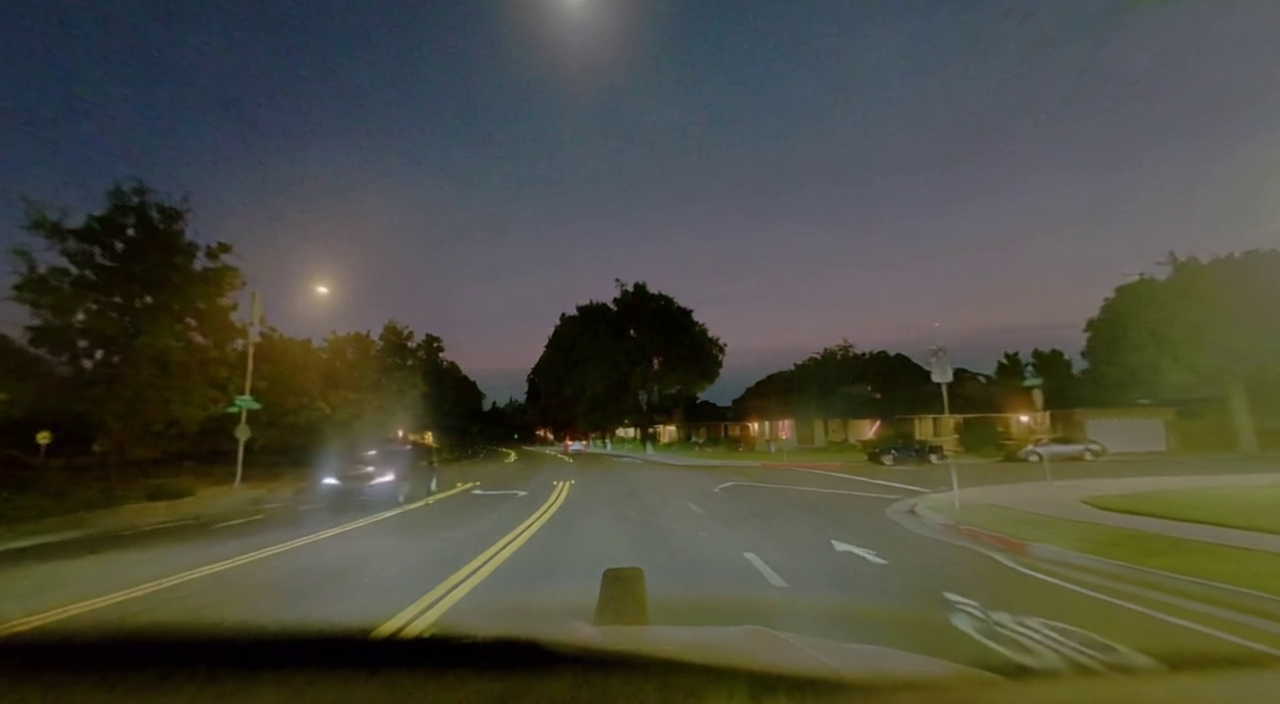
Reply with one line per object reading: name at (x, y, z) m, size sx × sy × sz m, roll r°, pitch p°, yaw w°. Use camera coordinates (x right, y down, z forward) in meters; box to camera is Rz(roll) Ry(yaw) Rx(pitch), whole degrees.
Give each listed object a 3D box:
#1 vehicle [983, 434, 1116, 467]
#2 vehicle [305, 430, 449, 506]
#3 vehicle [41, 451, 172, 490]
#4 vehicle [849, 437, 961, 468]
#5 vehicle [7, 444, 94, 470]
vehicle at (19.192, 4.645, 29.752) m, size 4.795 × 1.468 × 1.945 m, roll -2°, pitch -9°, yaw 12°
vehicle at (-6.775, 3.008, 16.857) m, size 2.069 × 1.740 × 4.446 m, roll 0°, pitch -8°, yaw -3°
vehicle at (-24.682, 5.471, 29.258) m, size 4.378 × 1.714 × 1.977 m, roll -1°, pitch -8°, yaw 4°
vehicle at (12.923, 4.939, 31.000) m, size 4.737 × 1.447 × 1.766 m, roll -1°, pitch -9°, yaw 8°
vehicle at (-44.988, 7.989, 48.235) m, size 1.948 × 1.845 × 4.671 m, roll -2°, pitch -8°, yaw 4°
